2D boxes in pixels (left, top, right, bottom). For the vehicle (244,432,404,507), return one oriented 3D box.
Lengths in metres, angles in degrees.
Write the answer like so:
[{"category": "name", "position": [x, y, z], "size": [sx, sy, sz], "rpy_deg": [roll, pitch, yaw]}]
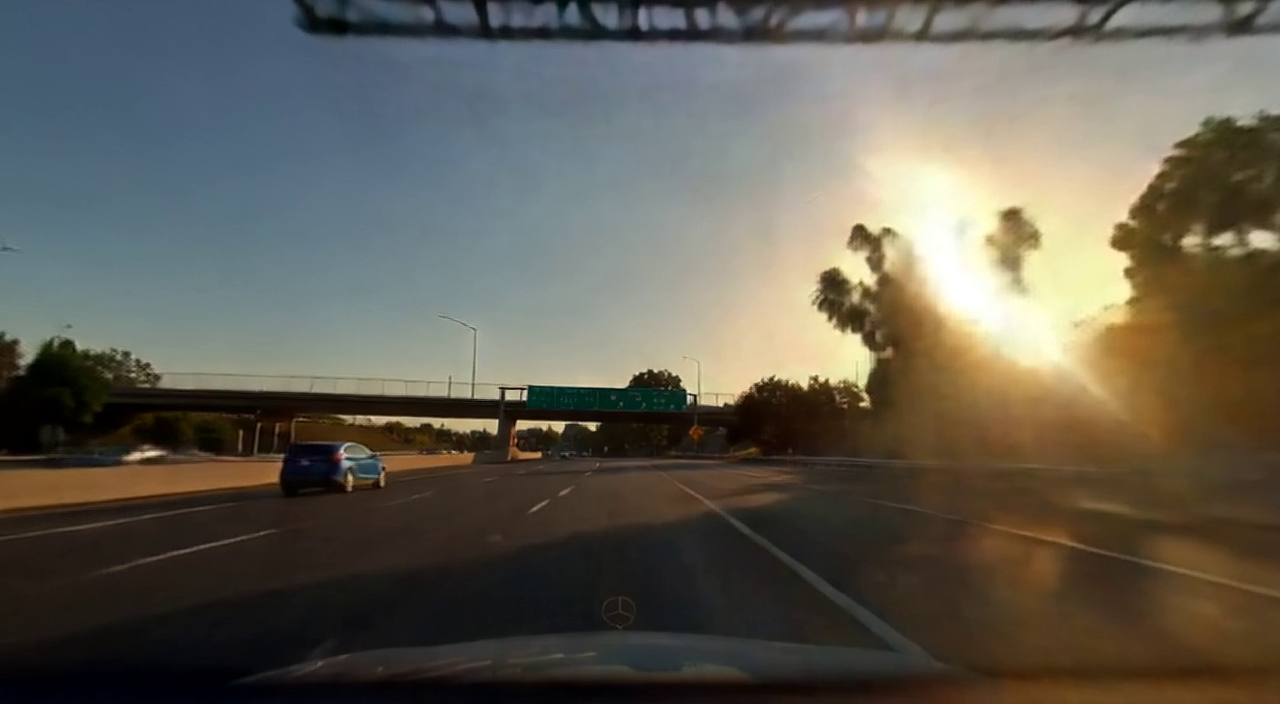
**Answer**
[{"category": "vehicle", "position": [-7.703, 2.888, 15.936], "size": [1.924, 1.601, 4.115], "rpy_deg": [0, -9, -1]}]
